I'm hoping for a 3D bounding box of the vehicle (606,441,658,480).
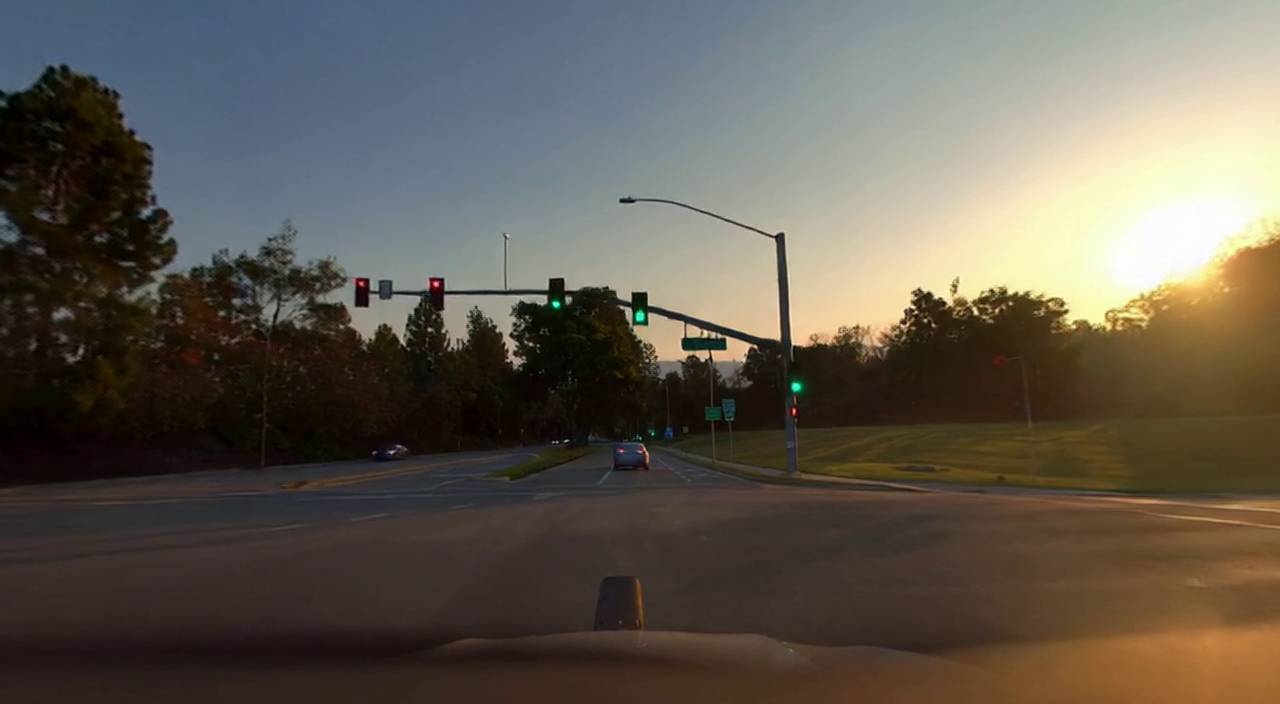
[{"bbox_3d":[-0.301,4.356,25.527,1.954,1.469,3.465,0,-8,0],"label":"vehicle"}]
